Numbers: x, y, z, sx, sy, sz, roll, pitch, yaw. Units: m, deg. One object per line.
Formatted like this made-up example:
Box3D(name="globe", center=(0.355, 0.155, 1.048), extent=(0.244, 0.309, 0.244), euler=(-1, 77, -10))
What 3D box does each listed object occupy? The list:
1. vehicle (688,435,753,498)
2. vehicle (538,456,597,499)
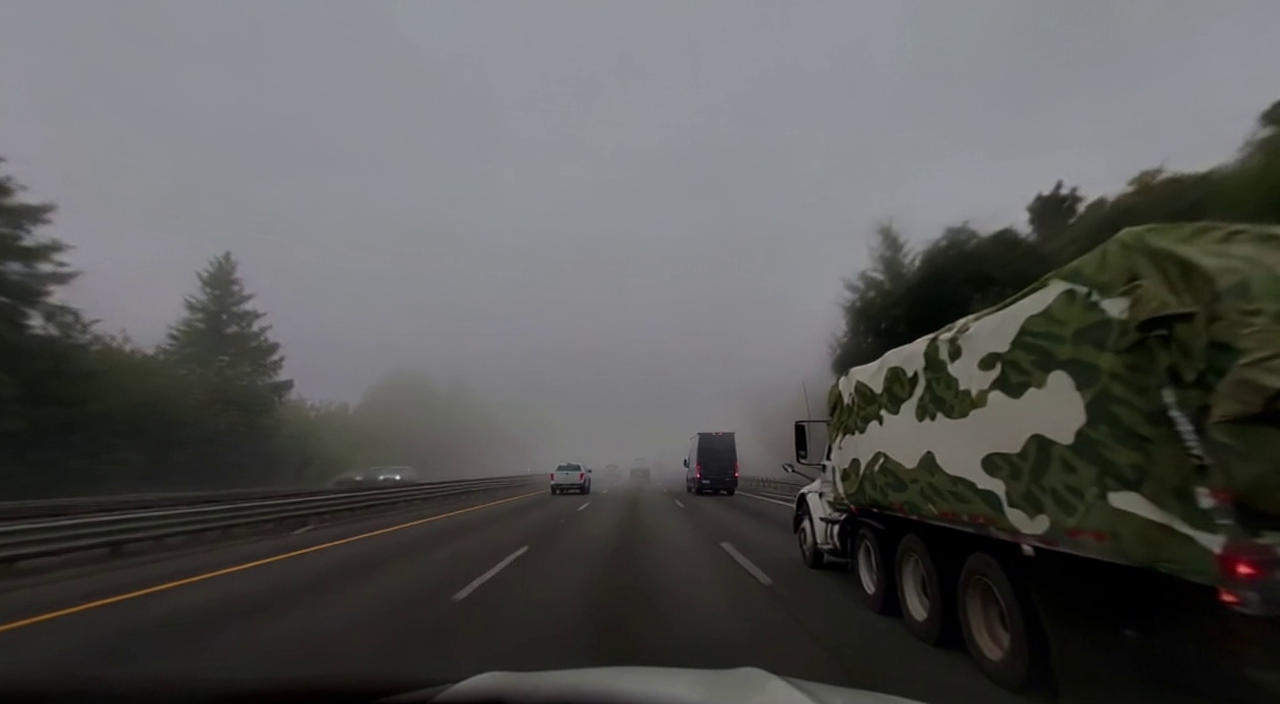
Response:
Box3D(name="vehicle", center=(4.072, 5.976, 32.876), extent=(2.703, 2.988, 5.097), euler=(1, -11, 0))
Box3D(name="vehicle", center=(-3.310, 5.906, 29.821), extent=(2.204, 1.852, 4.661), euler=(1, -11, 0))
